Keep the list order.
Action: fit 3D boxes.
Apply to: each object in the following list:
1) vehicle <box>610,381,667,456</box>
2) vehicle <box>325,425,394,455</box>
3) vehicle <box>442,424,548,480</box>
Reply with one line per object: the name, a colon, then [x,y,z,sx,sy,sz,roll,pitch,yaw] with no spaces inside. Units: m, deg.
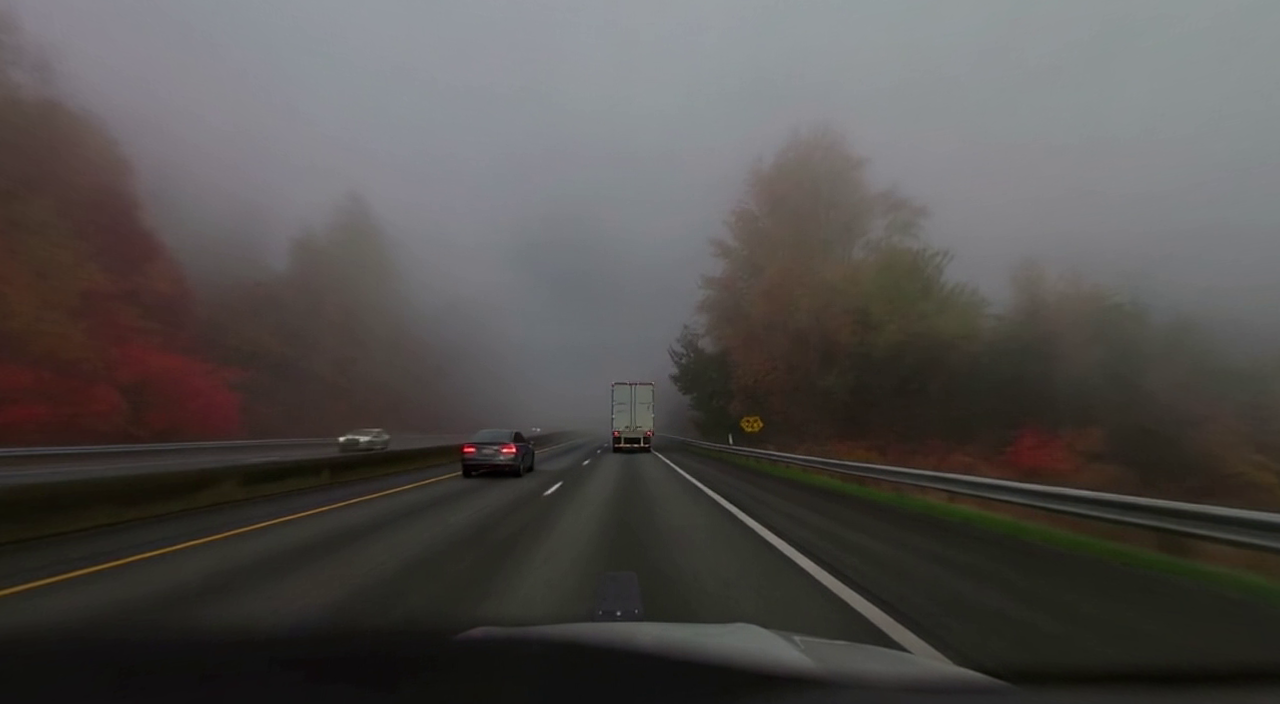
vehicle: [-0.325,4.331,39.503,3.013,4.016,11.496,0,-8,-2]
vehicle: [-15.424,4.838,34.782,1.852,1.549,4.211,0,-8,0]
vehicle: [-4.253,3.006,19.230,2.217,1.495,4.245,0,-8,0]
